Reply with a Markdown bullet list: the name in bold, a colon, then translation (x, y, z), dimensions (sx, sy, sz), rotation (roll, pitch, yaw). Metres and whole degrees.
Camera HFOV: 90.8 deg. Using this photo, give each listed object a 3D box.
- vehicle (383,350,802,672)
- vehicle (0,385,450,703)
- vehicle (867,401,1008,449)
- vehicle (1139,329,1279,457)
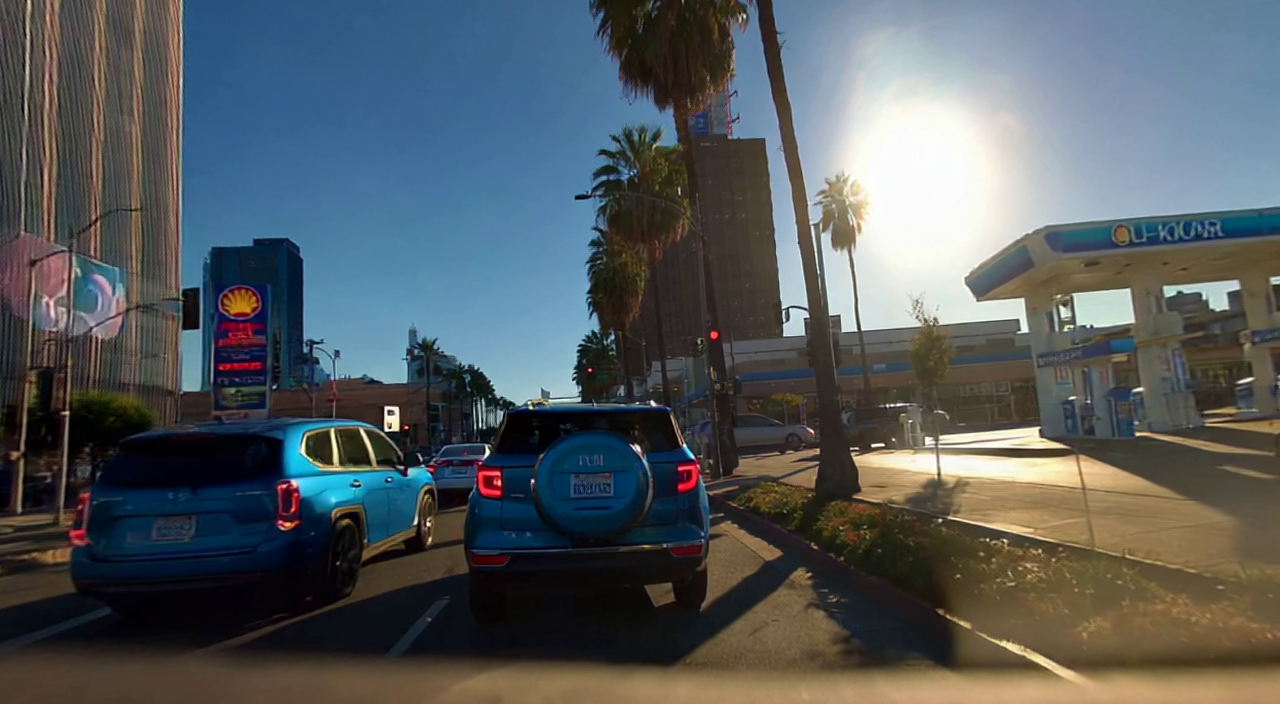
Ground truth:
- **vehicle**: translation (-0.448, 1.296, 6.319), dimensions (2.519, 1.913, 4.819), rotation (0, -8, -5)
- **vehicle**: translation (-3.434, 1.383, 5.783), dimensions (2.097, 1.692, 5.030), rotation (0, -8, -4)
- **vehicle**: translation (12.964, 3.248, 27.772), dimensions (5.033, 1.999, 2.259), rotation (0, -8, -4)
- **vehicle**: translation (9.980, 0.641, 8.846), dimensions (4.374, 1.571, 1.963), rotation (0, -8, -4)
